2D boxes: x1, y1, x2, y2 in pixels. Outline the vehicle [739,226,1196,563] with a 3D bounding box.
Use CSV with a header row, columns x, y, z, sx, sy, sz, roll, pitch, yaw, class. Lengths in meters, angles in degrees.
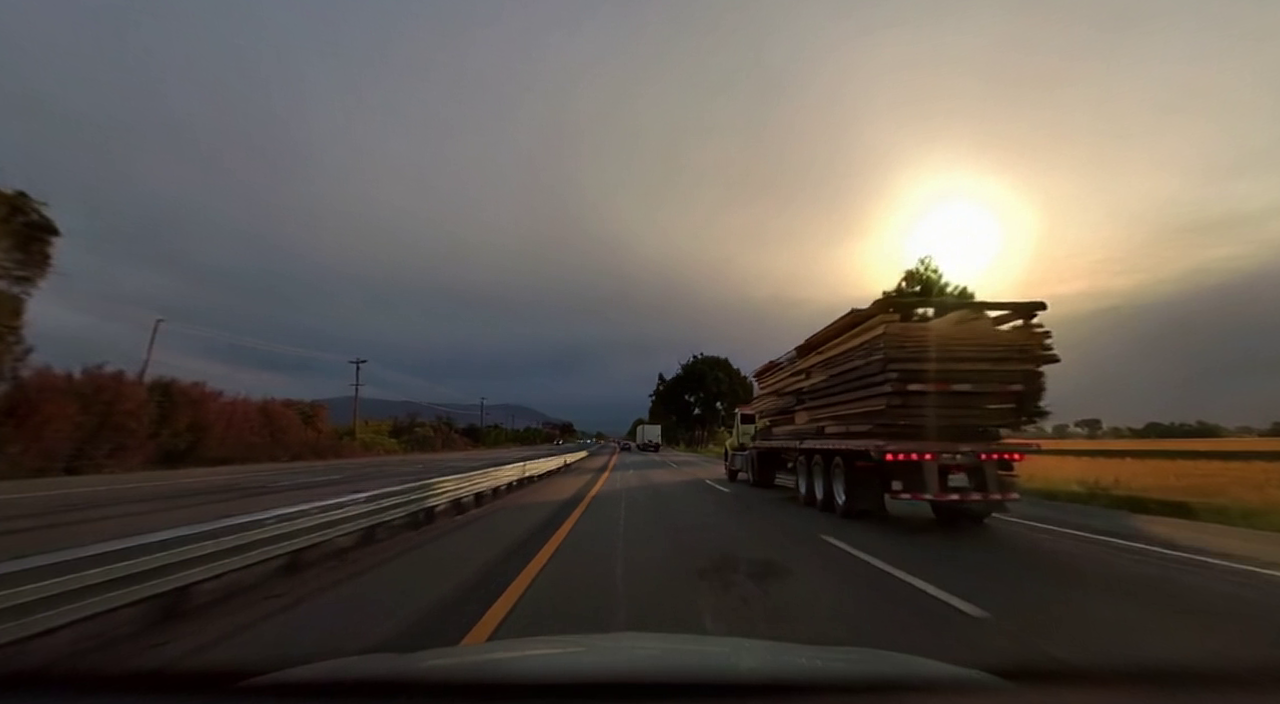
x,y,z,sx,sy,sz,roll,pitch,yaw,class
4.890,1.465,14.418,2.914,4.000,14.078,0,-8,0,vehicle
